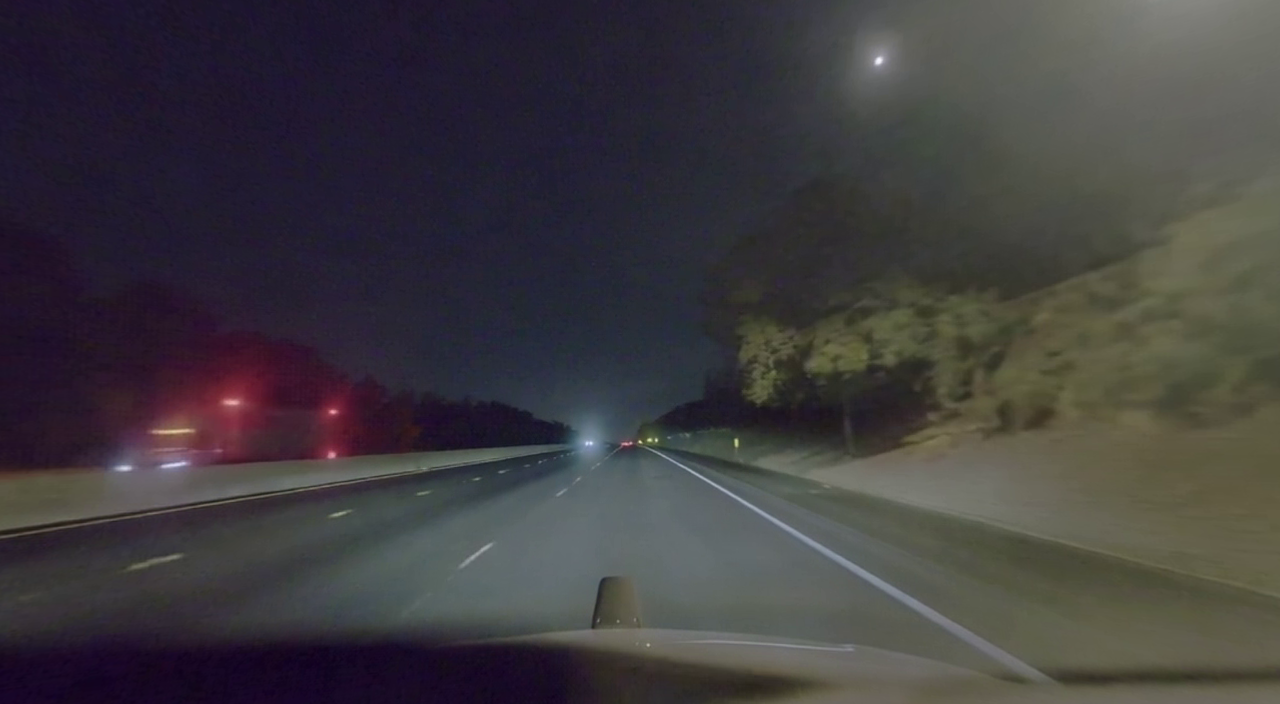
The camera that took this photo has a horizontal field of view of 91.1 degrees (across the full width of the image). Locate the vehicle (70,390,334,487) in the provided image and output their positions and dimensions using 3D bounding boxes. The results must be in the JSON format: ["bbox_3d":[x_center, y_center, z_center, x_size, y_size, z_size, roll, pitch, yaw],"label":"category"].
[{"bbox_3d":[-22.844,4.832,35.317,3.192,4.094,16.559,0,-8,-1],"label":"vehicle"}]
